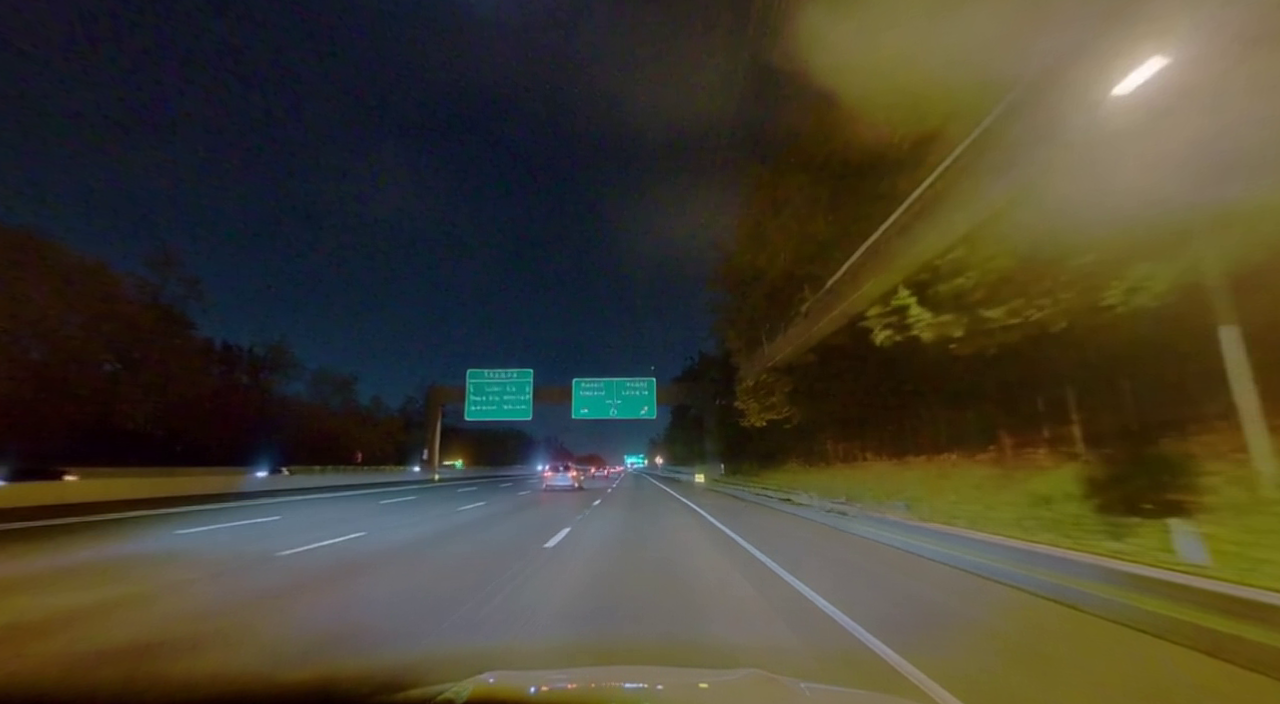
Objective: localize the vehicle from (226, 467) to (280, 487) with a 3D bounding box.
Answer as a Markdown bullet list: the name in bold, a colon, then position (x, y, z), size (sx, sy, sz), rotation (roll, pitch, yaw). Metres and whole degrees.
- **vehicle**: position (-29.069, 9.400, 47.398), size (1.706, 1.394, 3.719), rotation (1, -11, -2)

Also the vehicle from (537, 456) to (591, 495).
- **vehicle**: position (-3.483, 5.756, 29.526), size (2.092, 1.642, 3.895), rotation (1, -11, -1)
